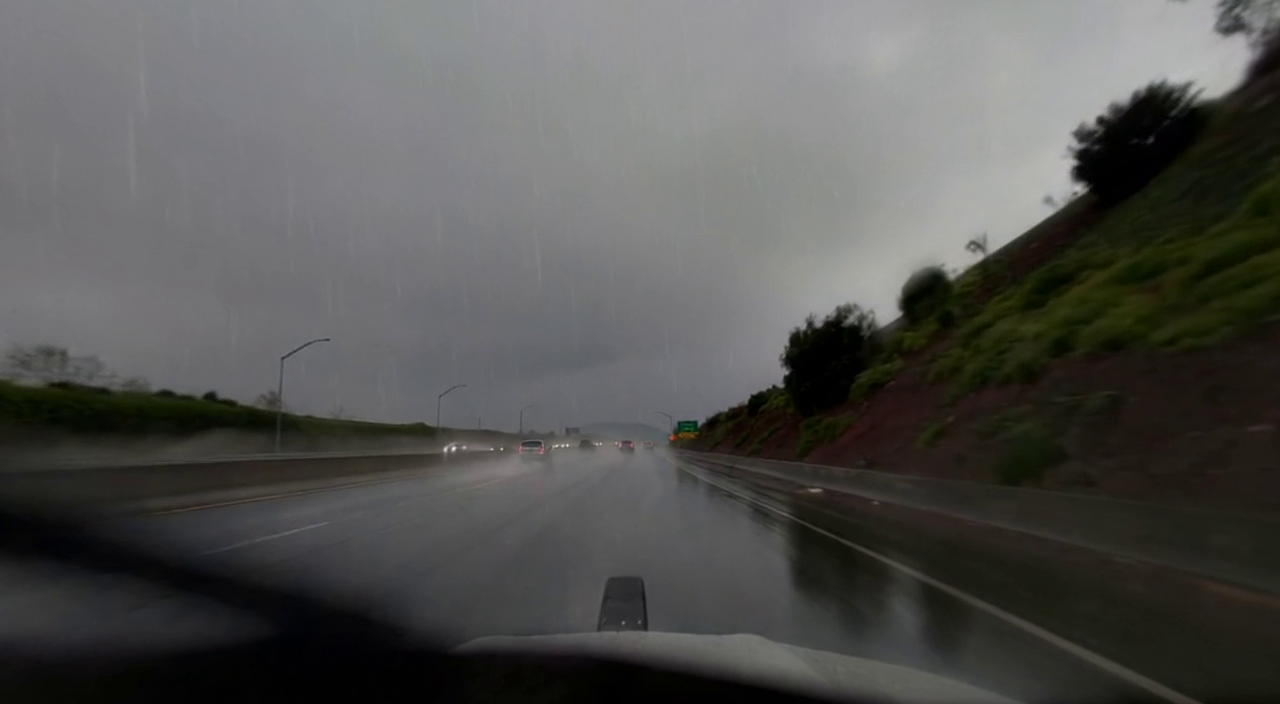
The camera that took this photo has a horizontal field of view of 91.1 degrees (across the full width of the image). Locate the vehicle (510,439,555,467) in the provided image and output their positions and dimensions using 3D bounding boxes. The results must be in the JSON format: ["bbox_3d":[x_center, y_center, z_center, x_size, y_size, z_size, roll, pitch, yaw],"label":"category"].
[{"bbox_3d":[-6.666,6.297,39.381,1.972,1.660,4.254,0,-8,0],"label":"vehicle"}]
